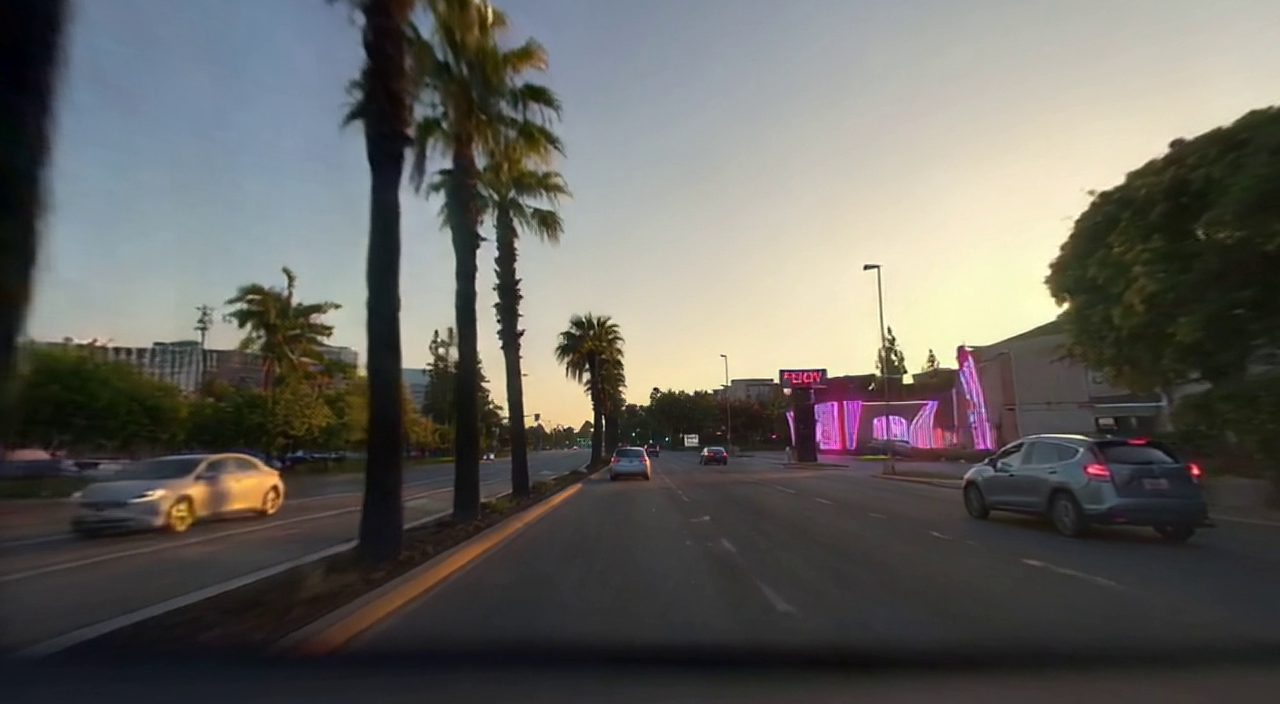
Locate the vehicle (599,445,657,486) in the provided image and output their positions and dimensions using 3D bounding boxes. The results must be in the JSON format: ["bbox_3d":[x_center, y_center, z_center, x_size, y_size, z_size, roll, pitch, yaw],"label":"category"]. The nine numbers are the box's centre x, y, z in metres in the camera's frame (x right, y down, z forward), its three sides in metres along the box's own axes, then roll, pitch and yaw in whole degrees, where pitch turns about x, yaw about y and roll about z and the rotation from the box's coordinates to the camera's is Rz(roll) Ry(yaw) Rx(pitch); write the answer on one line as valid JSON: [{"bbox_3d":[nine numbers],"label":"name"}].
[{"bbox_3d":[-0.429,4.176,23.505,1.970,1.402,3.756,0,-8,-1],"label":"vehicle"}]

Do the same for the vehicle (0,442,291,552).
[{"bbox_3d":[-8.499,2.397,11.251,1.930,1.478,4.552,-1,-8,0],"label":"vehicle"}]

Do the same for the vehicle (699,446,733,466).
[{"bbox_3d":[5.834,8.003,48.725,1.970,1.461,4.267,0,-8,-1],"label":"vehicle"}]

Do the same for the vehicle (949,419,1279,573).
[{"bbox_3d":[6.360,1.853,8.845,1.949,1.647,3.894,0,-8,-1],"label":"vehicle"}]
